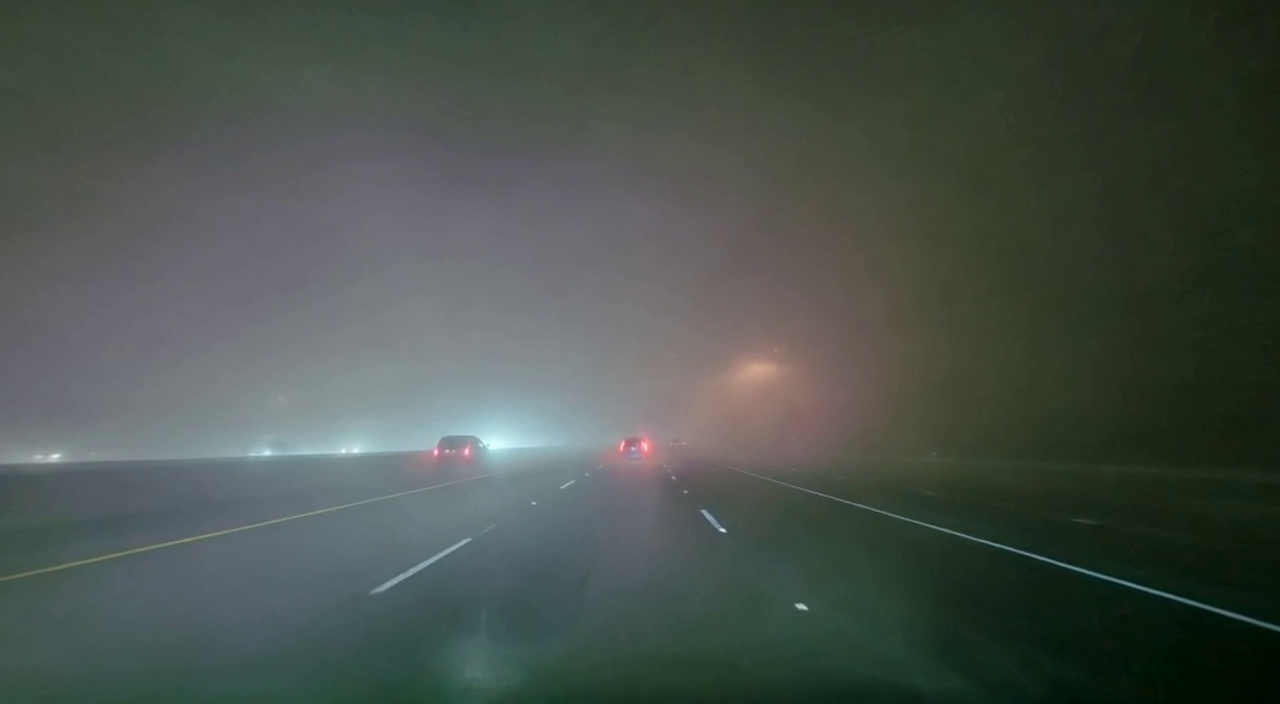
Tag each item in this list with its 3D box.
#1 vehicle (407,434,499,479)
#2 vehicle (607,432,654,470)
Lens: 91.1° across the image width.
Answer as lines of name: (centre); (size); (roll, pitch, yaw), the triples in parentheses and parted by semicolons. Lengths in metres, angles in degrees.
vehicle: (-6.998, 3.973, 24.090); (1.994, 1.519, 4.668); (0, -9, 2)
vehicle: (-0.379, 4.842, 30.806); (2.155, 1.690, 4.318); (0, -9, 1)
